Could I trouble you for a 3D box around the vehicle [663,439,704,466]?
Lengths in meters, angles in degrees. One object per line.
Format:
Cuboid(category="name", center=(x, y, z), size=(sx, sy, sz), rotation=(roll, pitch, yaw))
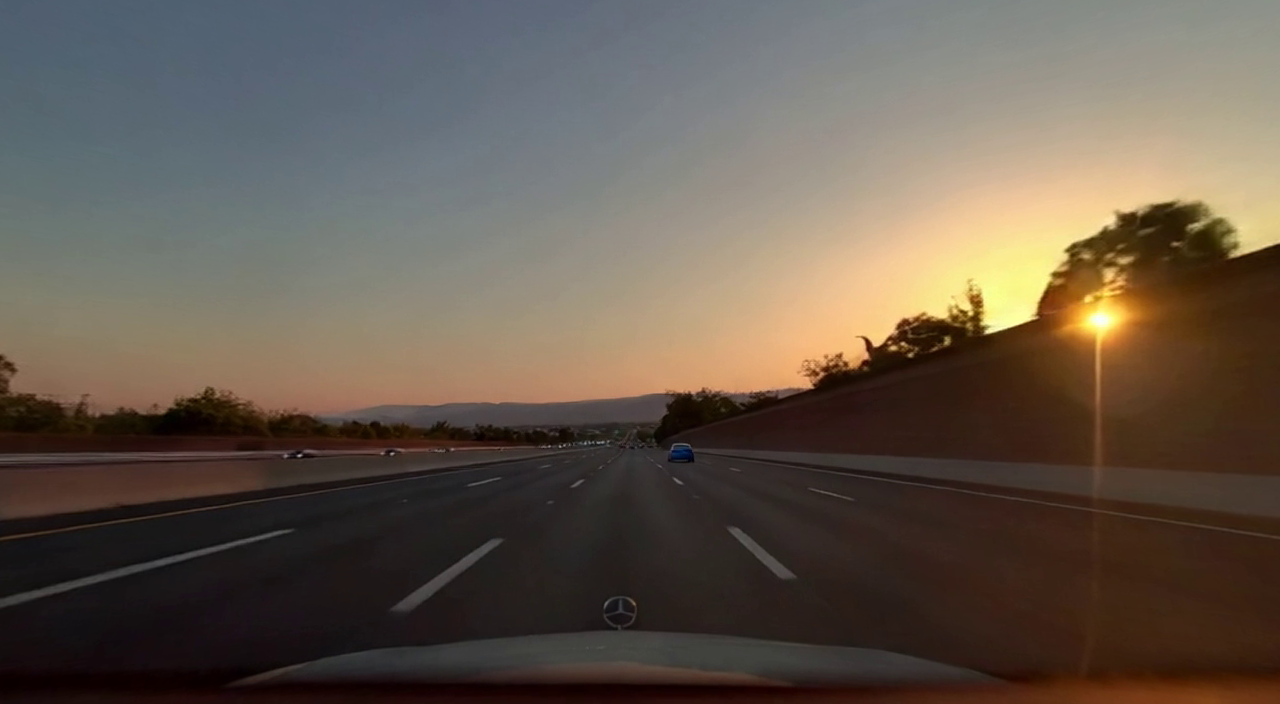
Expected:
Cuboid(category="vehicle", center=(2.766, 6.458, 40.749), size=(2.270, 1.615, 3.770), rotation=(0, -8, -2))
